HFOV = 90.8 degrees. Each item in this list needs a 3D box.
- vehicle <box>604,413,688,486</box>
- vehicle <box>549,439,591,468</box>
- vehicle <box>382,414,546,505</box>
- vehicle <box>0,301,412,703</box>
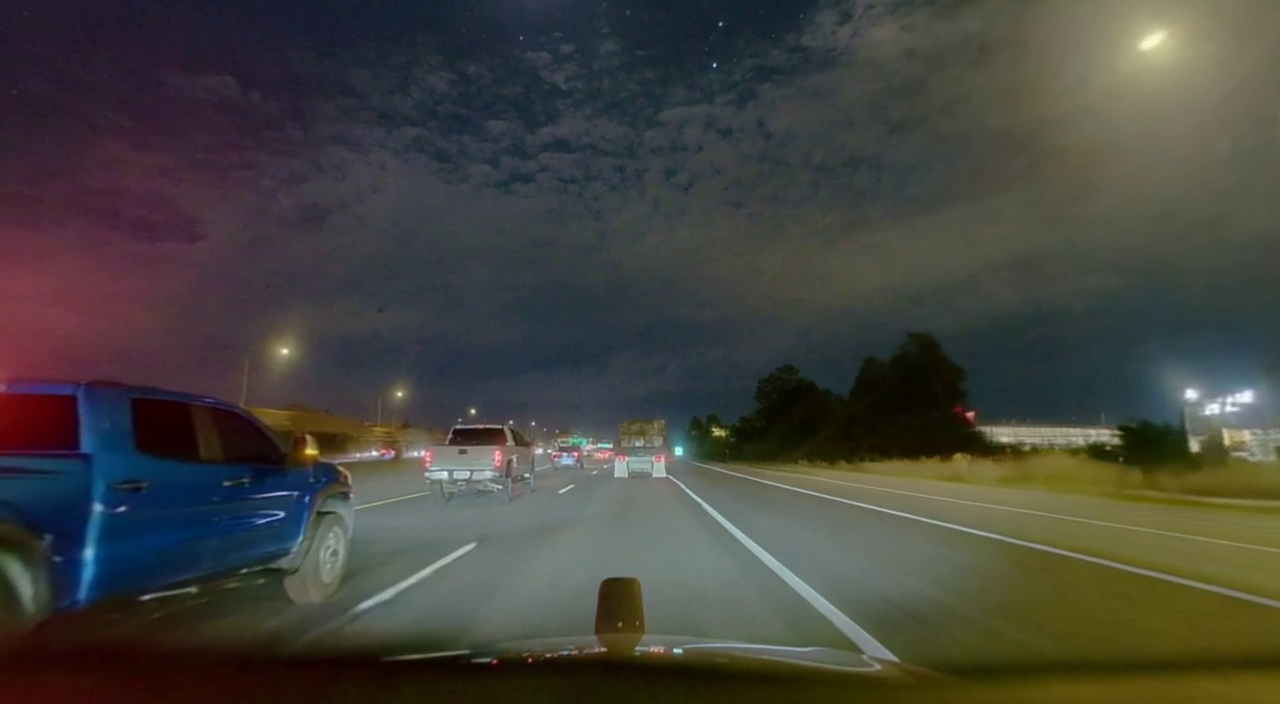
[{"bbox_3d":[0.086,3.911,25.495,2.886,2.471,7.692,0,-8,-2],"label":"vehicle"},{"bbox_3d":[-4.778,7.031,43.755,2.329,1.859,4.823,0,-8,0],"label":"vehicle"},{"bbox_3d":[-4.293,2.789,16.771,2.575,1.958,5.730,-1,-8,1],"label":"vehicle"},{"bbox_3d":[-3.535,0.972,3.916,2.303,1.835,5.044,0,-8,1],"label":"vehicle"}]
